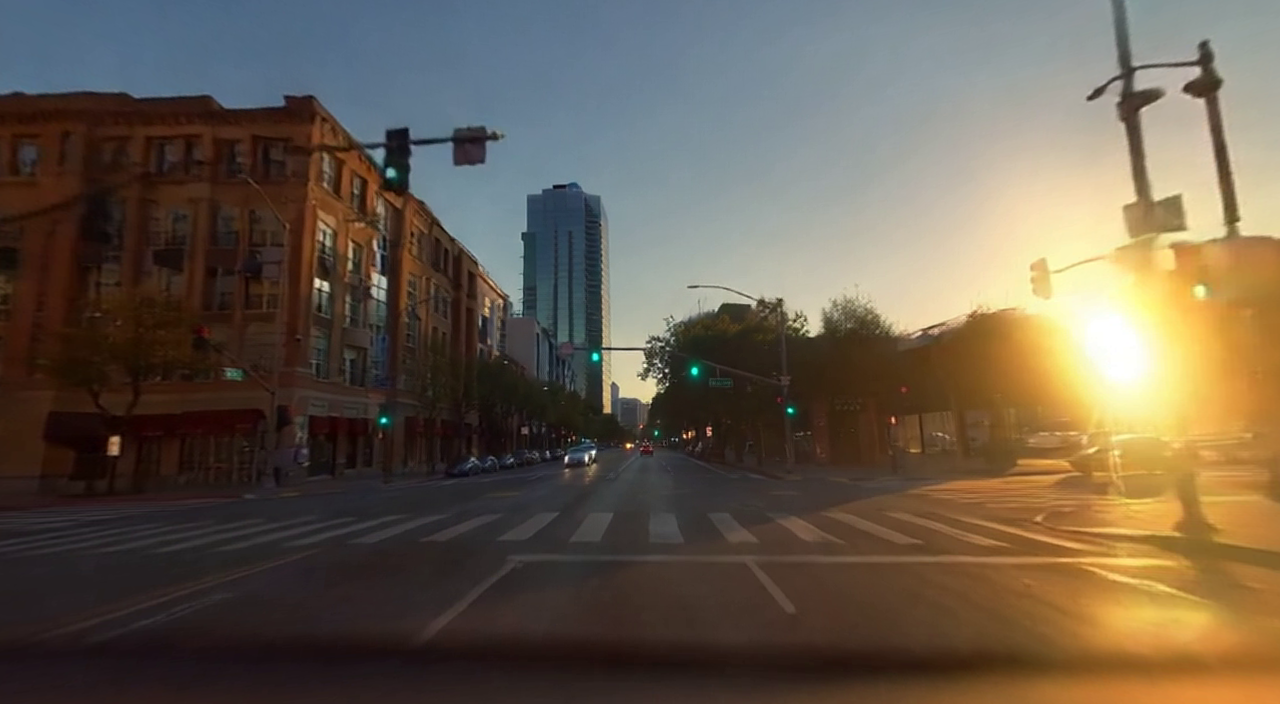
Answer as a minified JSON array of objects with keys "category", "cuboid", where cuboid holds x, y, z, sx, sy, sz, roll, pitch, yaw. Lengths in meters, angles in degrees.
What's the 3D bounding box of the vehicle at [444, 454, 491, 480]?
[{"category":"vehicle","cuboid":[-11.926,7.937,43.622,1.910,1.511,4.565,-1,-7,1]}]
